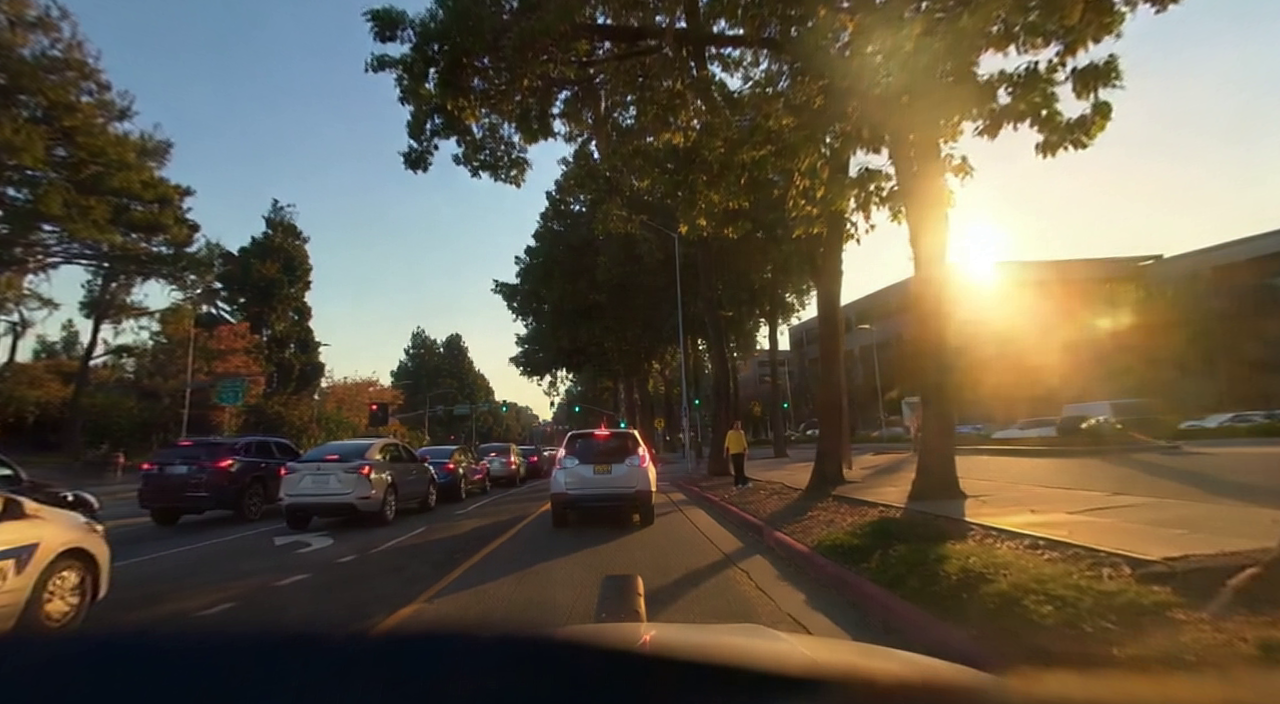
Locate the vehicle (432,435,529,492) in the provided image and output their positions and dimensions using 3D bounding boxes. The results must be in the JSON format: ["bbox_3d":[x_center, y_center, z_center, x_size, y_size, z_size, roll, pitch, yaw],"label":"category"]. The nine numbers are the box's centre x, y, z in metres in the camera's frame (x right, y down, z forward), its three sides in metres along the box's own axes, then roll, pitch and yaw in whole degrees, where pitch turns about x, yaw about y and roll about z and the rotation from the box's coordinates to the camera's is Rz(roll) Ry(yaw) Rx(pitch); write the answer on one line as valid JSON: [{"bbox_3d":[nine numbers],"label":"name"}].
[{"bbox_3d":[-5.423,3.853,22.201,2.188,1.774,4.477,0,-9,1],"label":"vehicle"}]

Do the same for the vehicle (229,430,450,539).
[{"bbox_3d":[-5.401,2.422,12.206,2.010,1.674,4.484,0,-9,0],"label":"vehicle"}]

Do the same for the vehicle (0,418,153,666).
[{"bbox_3d":[-5.257,1.131,3.336,2.069,1.616,4.108,0,-9,0],"label":"vehicle"}]

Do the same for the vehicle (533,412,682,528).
[{"bbox_3d":[-0.572,2.206,12.268,2.368,1.829,4.293,0,-9,-2],"label":"vehicle"}]
